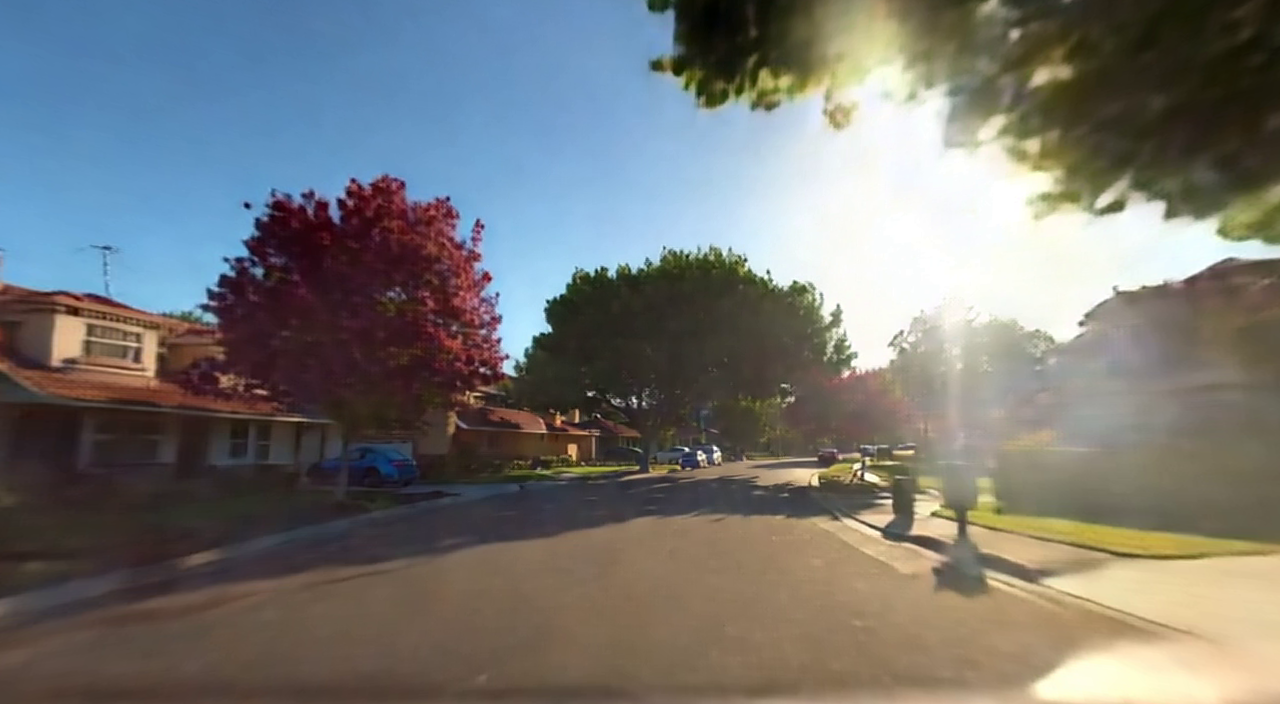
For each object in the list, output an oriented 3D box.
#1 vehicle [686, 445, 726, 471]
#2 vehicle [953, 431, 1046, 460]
[{"bbox_3d":[5.055,8.010,48.023,2.215,1.859,4.765,-2,-8,16],"label":"vehicle"},{"bbox_3d":[21.797,5.719,38.463,4.384,1.688,1.956,0,-9,1],"label":"vehicle"}]
